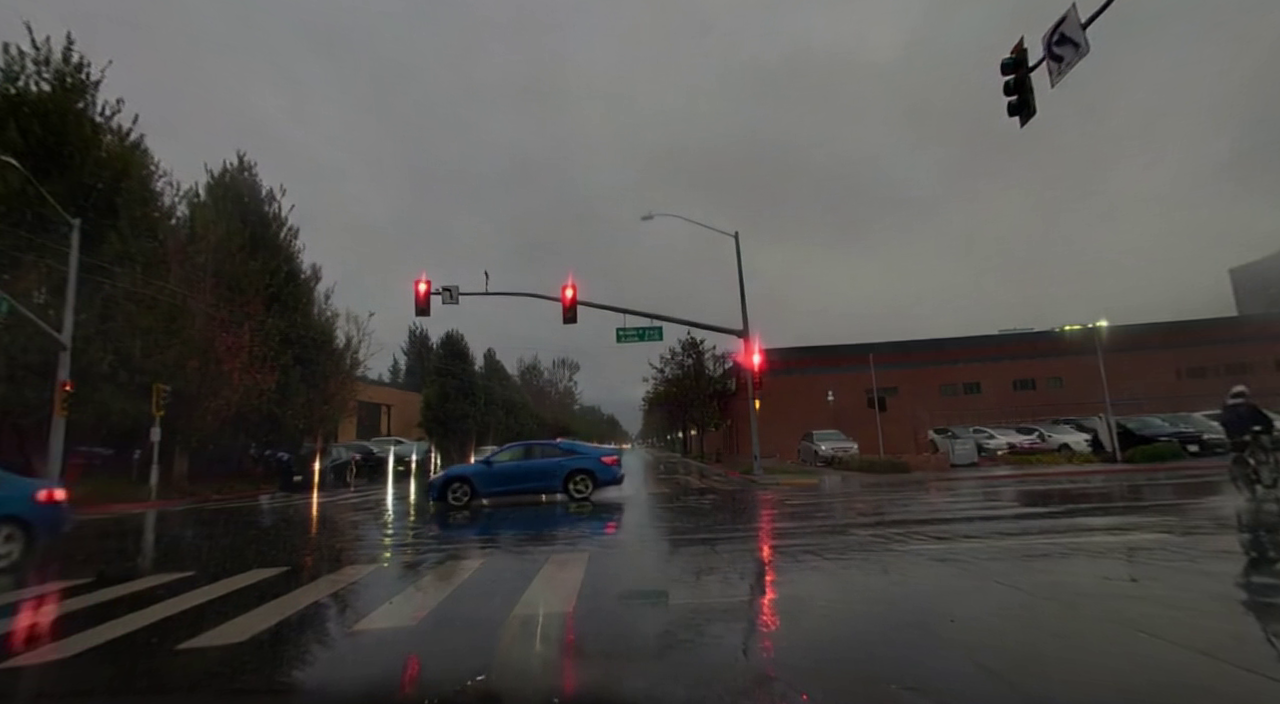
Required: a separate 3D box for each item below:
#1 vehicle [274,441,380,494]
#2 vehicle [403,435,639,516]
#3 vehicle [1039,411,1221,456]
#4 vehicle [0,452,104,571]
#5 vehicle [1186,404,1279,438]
[{"bbox_3d":[-13.734,5.063,28.148,2.251,1.957,4.968,-4,-9,-1],"label":"vehicle"},{"bbox_3d":[-2.397,2.426,12.809,4.385,1.419,1.855,3,-9,-18],"label":"vehicle"},{"bbox_3d":[16.933,2.902,22.118,4.560,1.453,1.851,-3,-9,18],"label":"vehicle"},{"bbox_3d":[-9.078,1.812,6.867,1.755,1.419,4.533,-4,-10,24],"label":"vehicle"},{"bbox_3d":[34.902,4.021,36.662,4.326,1.511,1.725,-8,-9,17],"label":"vehicle"}]
